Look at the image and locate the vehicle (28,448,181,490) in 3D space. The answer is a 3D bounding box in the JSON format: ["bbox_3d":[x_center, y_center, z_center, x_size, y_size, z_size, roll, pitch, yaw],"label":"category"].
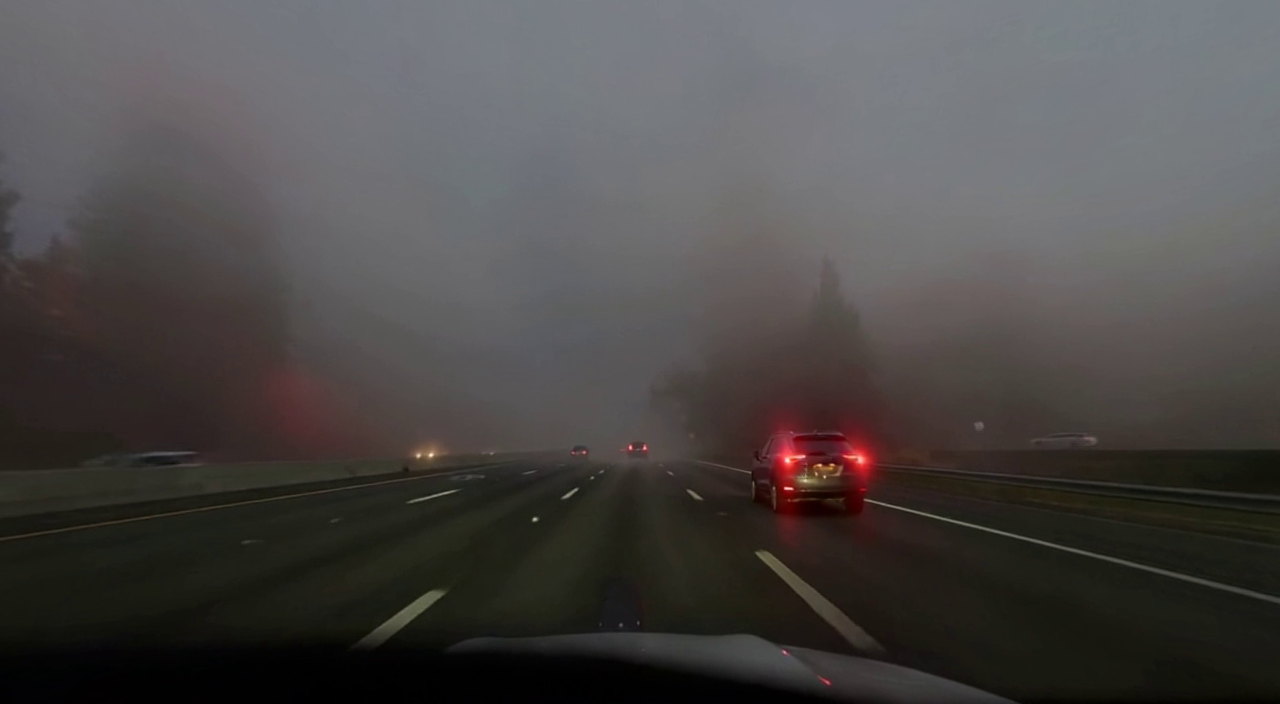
[{"bbox_3d":[-20.959,4.560,25.058,1.870,1.486,4.785,0,-8,0],"label":"vehicle"}]
